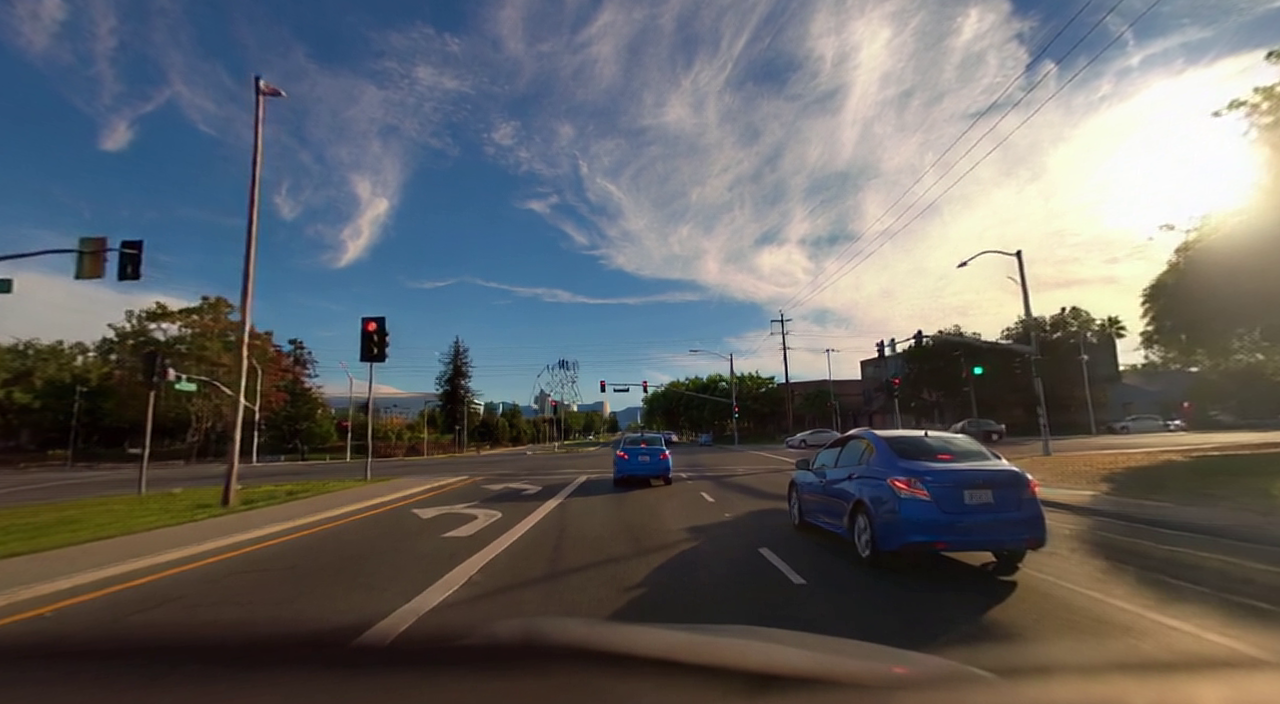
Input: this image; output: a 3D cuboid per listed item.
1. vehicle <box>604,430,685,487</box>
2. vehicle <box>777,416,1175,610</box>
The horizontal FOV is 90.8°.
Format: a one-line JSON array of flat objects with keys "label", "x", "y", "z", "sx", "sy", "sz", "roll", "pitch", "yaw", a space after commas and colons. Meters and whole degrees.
[{"label": "vehicle", "x": 0.128, "y": 3.057, "z": 18.412, "sx": 2.110, "sy": 1.466, "sz": 3.860, "roll": 0, "pitch": -8, "yaw": 0}, {"label": "vehicle", "x": 3.008, "y": 1.533, "z": 6.956, "sx": 2.004, "sy": 1.448, "sz": 4.263, "roll": 0, "pitch": -8, "yaw": 0}]
